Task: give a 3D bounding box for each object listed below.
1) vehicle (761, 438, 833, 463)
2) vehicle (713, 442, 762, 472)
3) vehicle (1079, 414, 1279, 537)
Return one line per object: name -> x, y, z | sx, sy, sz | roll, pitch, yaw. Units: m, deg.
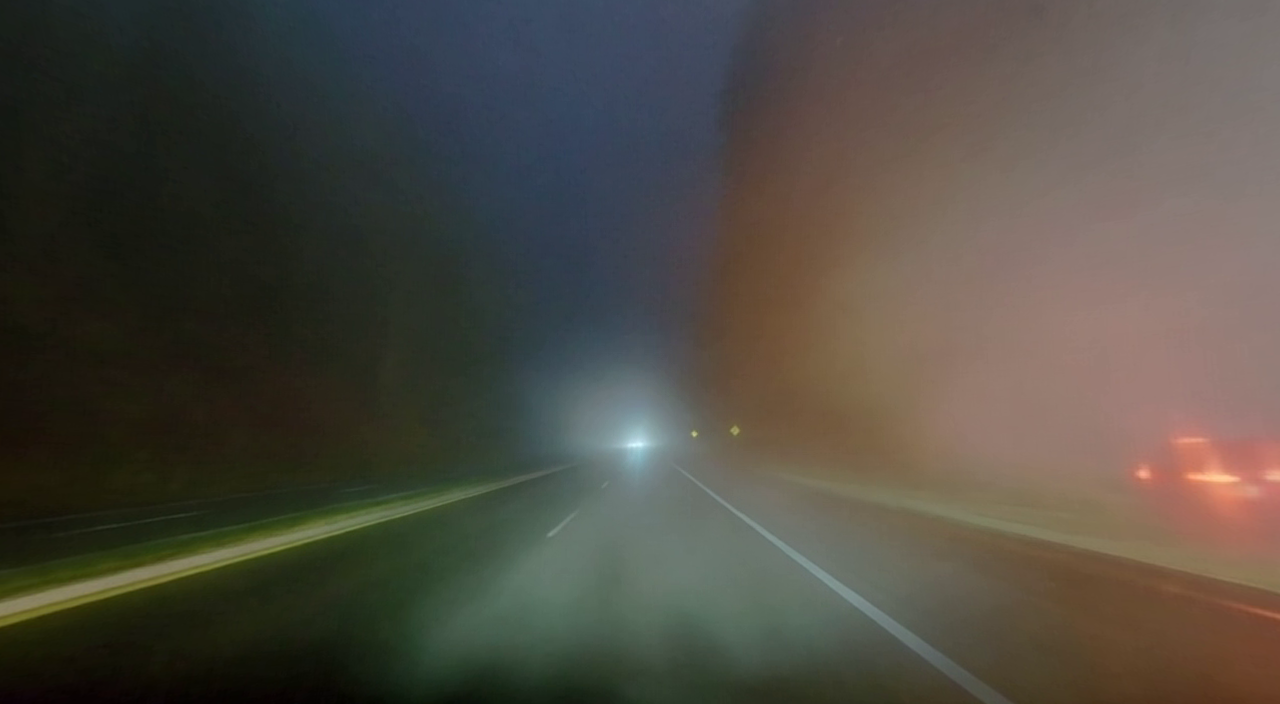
vehicle -> 12.057, 7.596, 48.692 | 4.920, 1.826, 2.328 | 1, -8, 0
vehicle -> 5.177, 5.612, 34.024 | 1.920, 1.514, 4.746 | 0, -8, 1
vehicle -> 10.375, 1.903, 10.074 | 5.118, 1.701, 2.175 | 0, -8, -3
